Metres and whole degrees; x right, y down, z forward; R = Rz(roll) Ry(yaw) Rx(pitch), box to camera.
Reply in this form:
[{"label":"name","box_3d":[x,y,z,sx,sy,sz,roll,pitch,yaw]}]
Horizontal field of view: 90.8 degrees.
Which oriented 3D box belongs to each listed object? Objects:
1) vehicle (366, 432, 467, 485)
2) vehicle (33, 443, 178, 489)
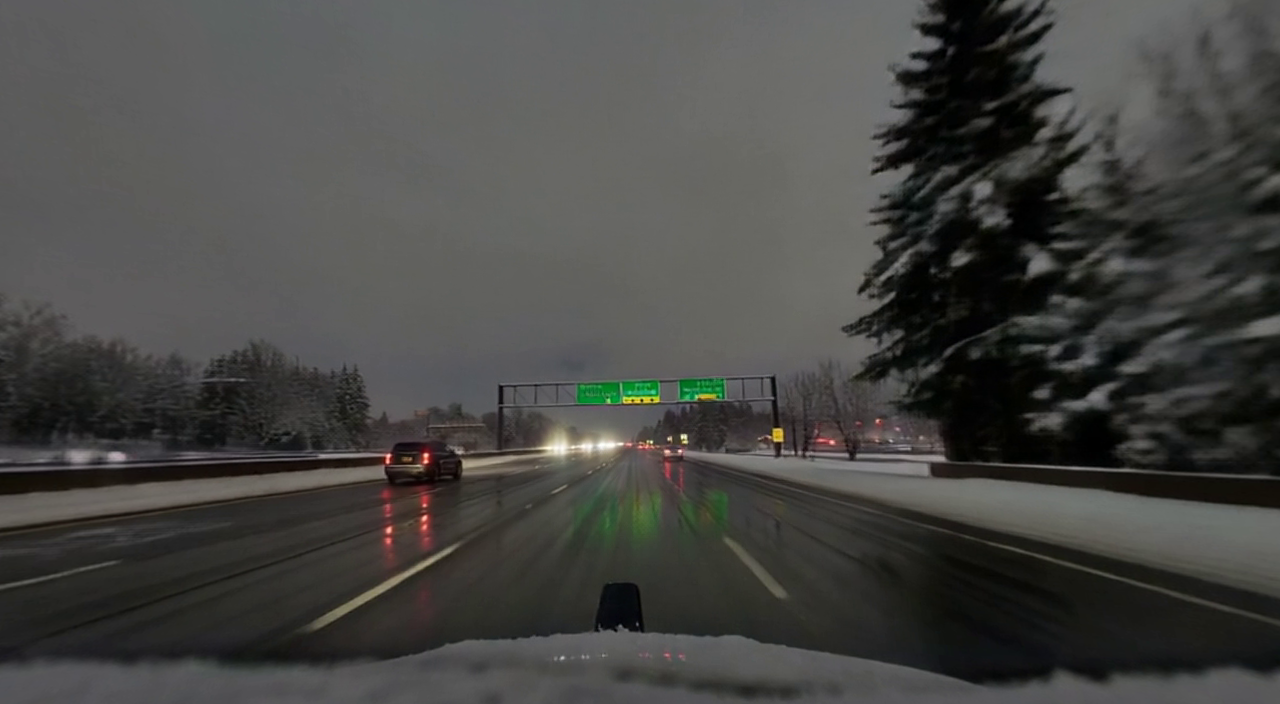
[{"label":"vehicle","box_3d":[-8.040,3.869,23.219,2.089,1.724,4.327,0,-9,0]},{"label":"vehicle","box_3d":[-21.945,4.645,26.245,1.982,1.661,4.636,0,-8,0]}]
